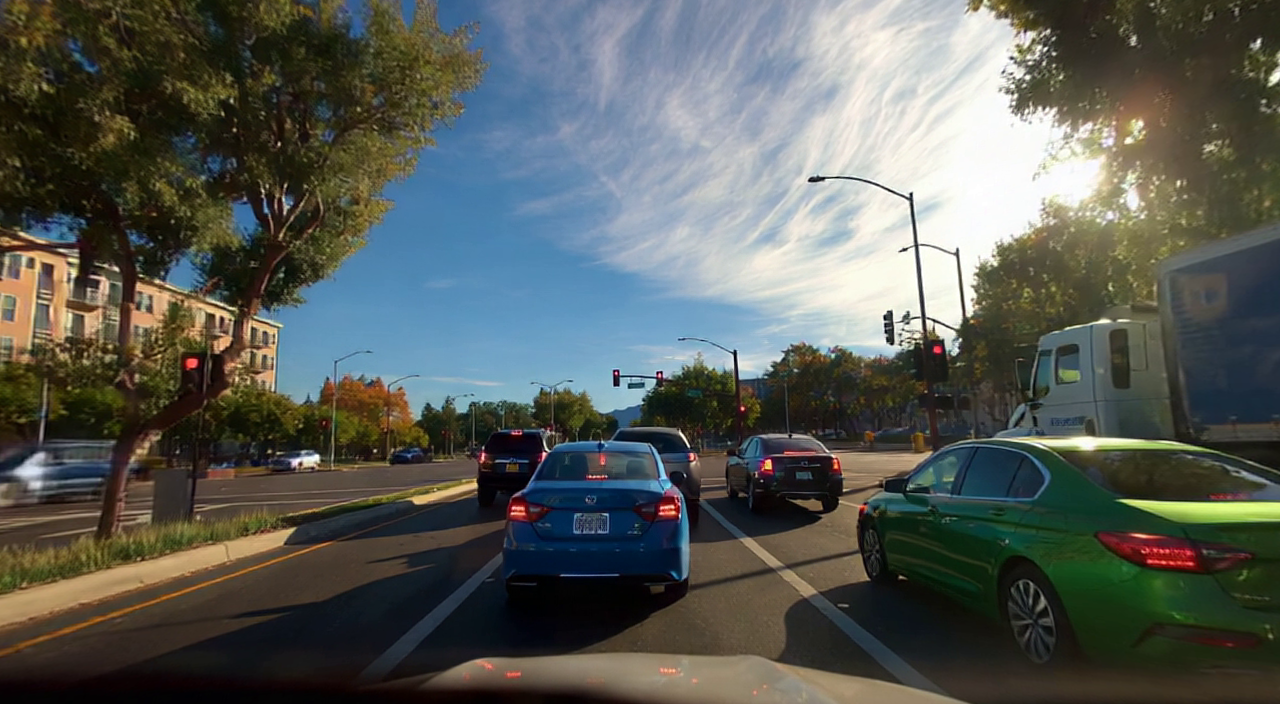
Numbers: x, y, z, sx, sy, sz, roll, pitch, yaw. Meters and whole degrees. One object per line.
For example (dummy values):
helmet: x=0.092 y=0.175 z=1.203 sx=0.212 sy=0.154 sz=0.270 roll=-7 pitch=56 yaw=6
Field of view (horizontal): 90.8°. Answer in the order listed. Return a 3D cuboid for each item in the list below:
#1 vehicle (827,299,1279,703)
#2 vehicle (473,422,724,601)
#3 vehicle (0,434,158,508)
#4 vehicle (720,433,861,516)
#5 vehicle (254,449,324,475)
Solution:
vehicle: x=3.578 y=1.108 z=5.058 sx=2.572 sy=1.945 sz=5.065 roll=0 pitch=-8 yaw=0
vehicle: x=-0.375 y=1.655 z=7.409 sx=2.143 sy=1.520 sz=3.848 roll=0 pitch=-8 yaw=-1
vehicle: x=-17.940 y=3.476 z=18.943 sx=2.308 sy=1.903 sz=5.813 roll=0 pitch=-8 yaw=0
vehicle: x=3.152 y=2.666 z=14.306 sx=2.026 sy=1.549 sz=4.559 roll=0 pitch=-8 yaw=-1
vehicle: x=-22.019 y=6.877 z=39.856 sx=1.863 sy=1.496 sz=4.389 roll=0 pitch=-8 yaw=1
